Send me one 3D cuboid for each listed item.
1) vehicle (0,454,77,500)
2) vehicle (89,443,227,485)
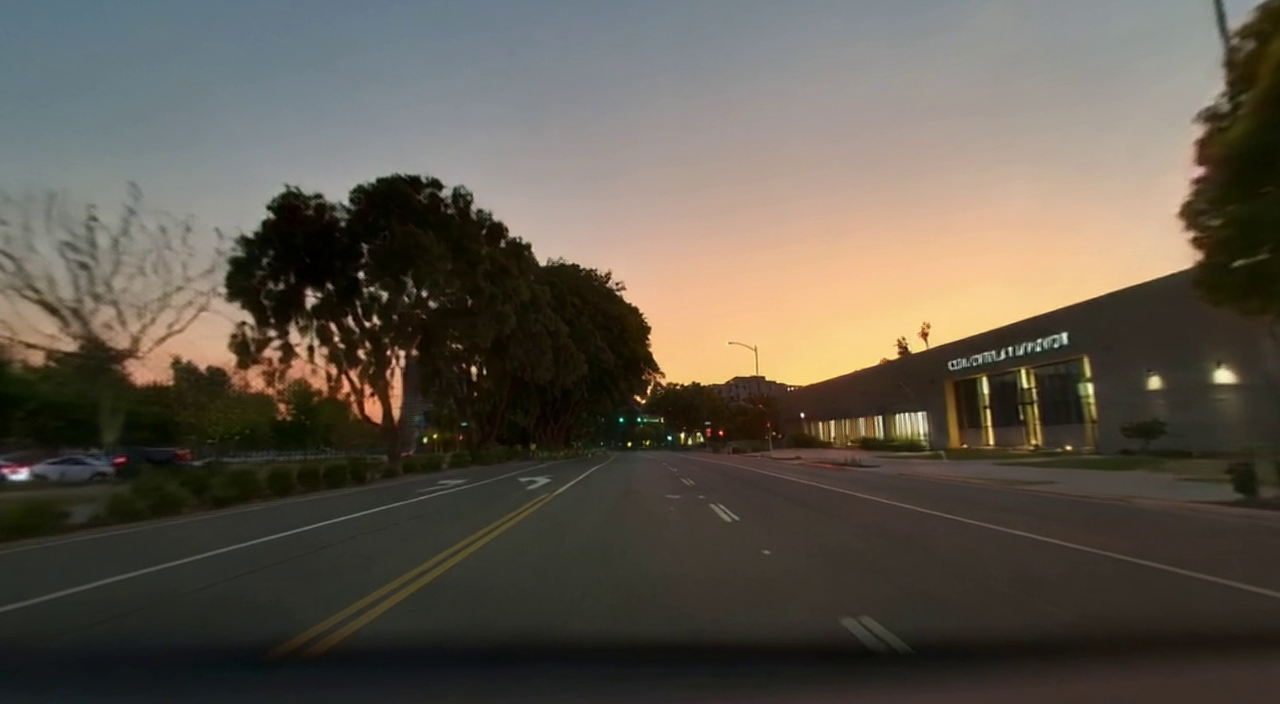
[{"bbox_3d":[-31.583,6.183,31.601,2.489,2.000,5.729,1,-8,-12],"label":"vehicle"},{"bbox_3d":[-29.657,6.965,39.080,6.271,2.087,2.748,-3,-12,1],"label":"vehicle"}]
